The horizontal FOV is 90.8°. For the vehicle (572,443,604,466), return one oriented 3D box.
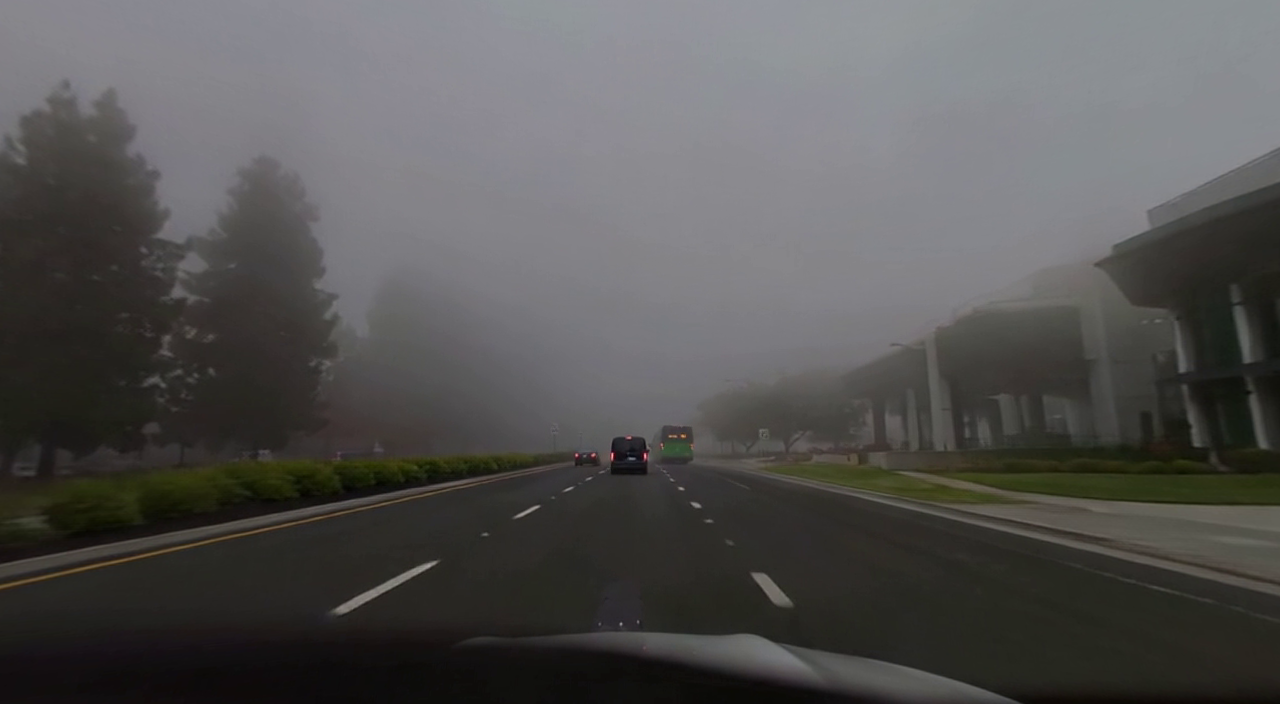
[{"bbox_3d":[-4.014,7.979,49.149,2.109,1.672,4.256,0,-9,1],"label":"vehicle"}]

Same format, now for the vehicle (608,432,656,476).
[{"bbox_3d":[-0.346,5.366,33.513,2.336,2.122,5.207,0,-9,1],"label":"vehicle"}]
